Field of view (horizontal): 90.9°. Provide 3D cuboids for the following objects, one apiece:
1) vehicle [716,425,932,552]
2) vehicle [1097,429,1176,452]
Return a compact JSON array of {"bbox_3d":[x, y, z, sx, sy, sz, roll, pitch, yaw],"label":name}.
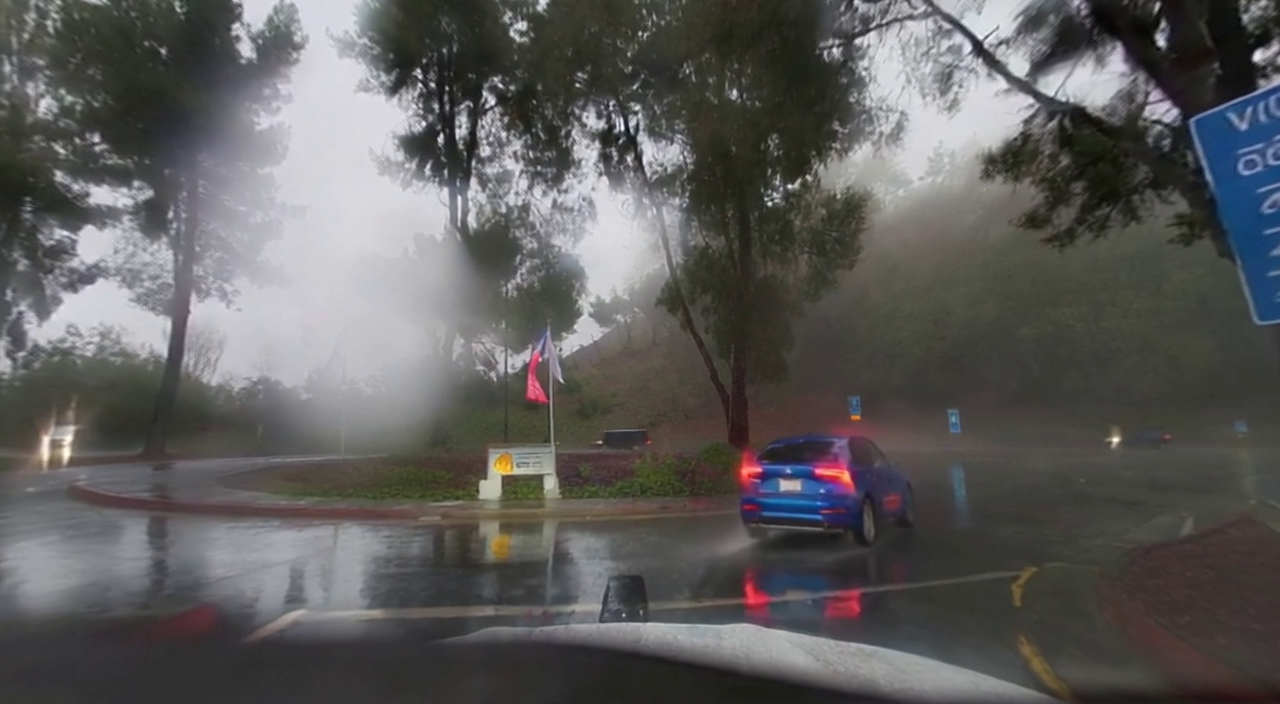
[{"bbox_3d":[3.158,2.090,10.296,2.078,1.607,4.010,-7,-11,36],"label":"vehicle"},{"bbox_3d":[36.612,6.549,46.554,4.045,1.569,1.781,-2,-9,9],"label":"vehicle"}]
